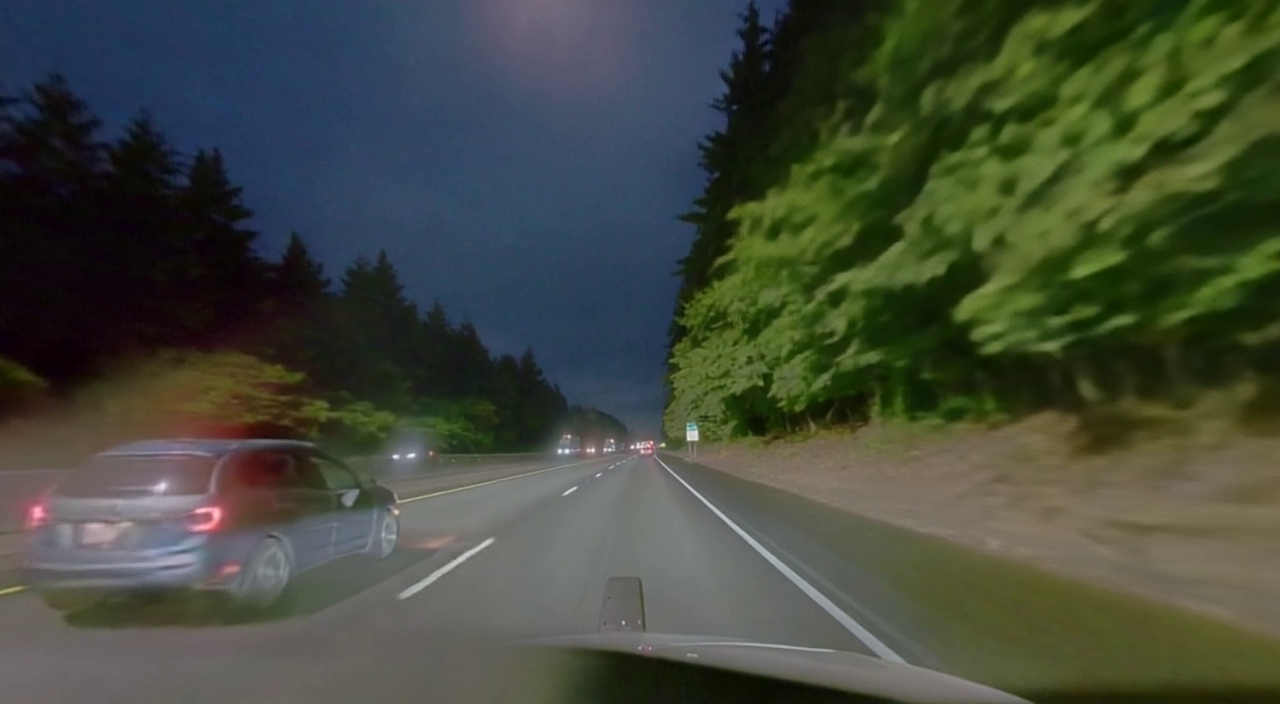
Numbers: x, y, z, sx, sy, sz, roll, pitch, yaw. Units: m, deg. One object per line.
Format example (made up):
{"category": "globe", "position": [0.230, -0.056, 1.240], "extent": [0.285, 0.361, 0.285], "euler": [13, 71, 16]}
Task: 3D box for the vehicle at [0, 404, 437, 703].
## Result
{"category": "vehicle", "position": [-3.435, 1.349, 5.116], "extent": [1.969, 1.505, 4.636], "euler": [0, -9, 1]}
